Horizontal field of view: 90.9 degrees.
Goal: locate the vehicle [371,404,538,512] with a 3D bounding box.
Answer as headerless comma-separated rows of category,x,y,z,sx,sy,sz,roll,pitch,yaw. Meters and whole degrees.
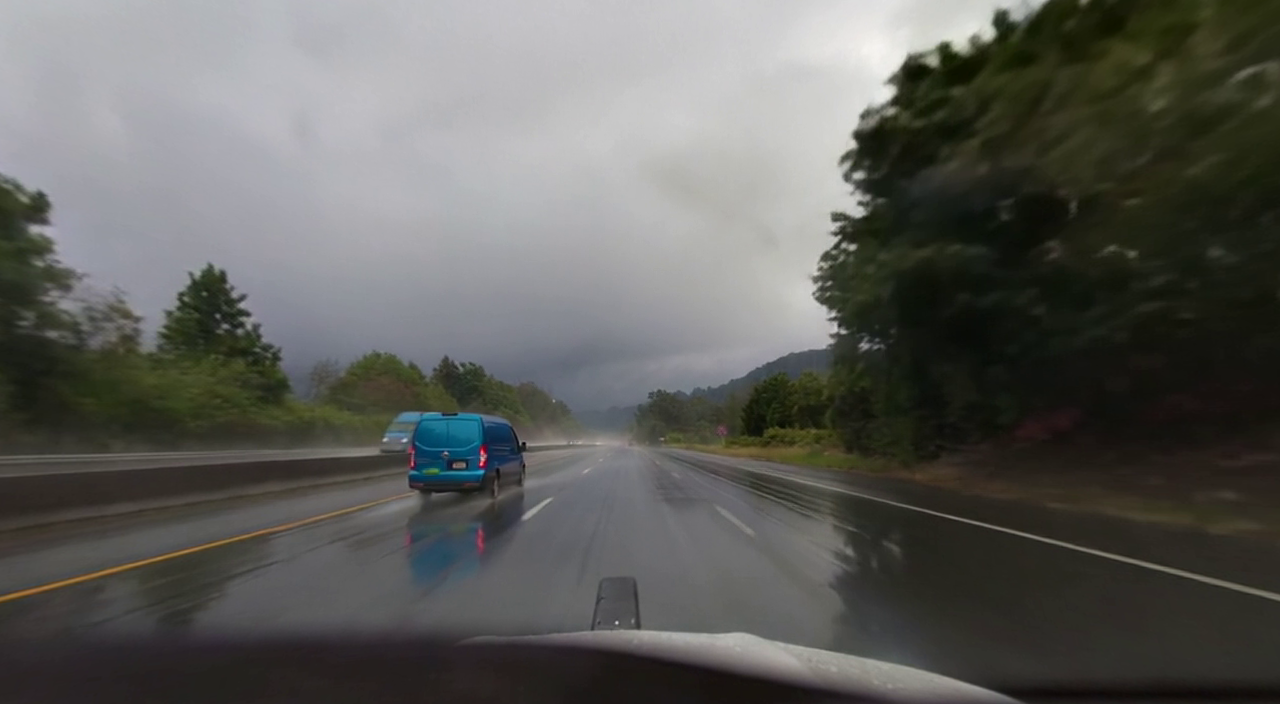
vehicle,-3.850,2.298,14.180,2.297,2.011,4.736,0,-8,0
